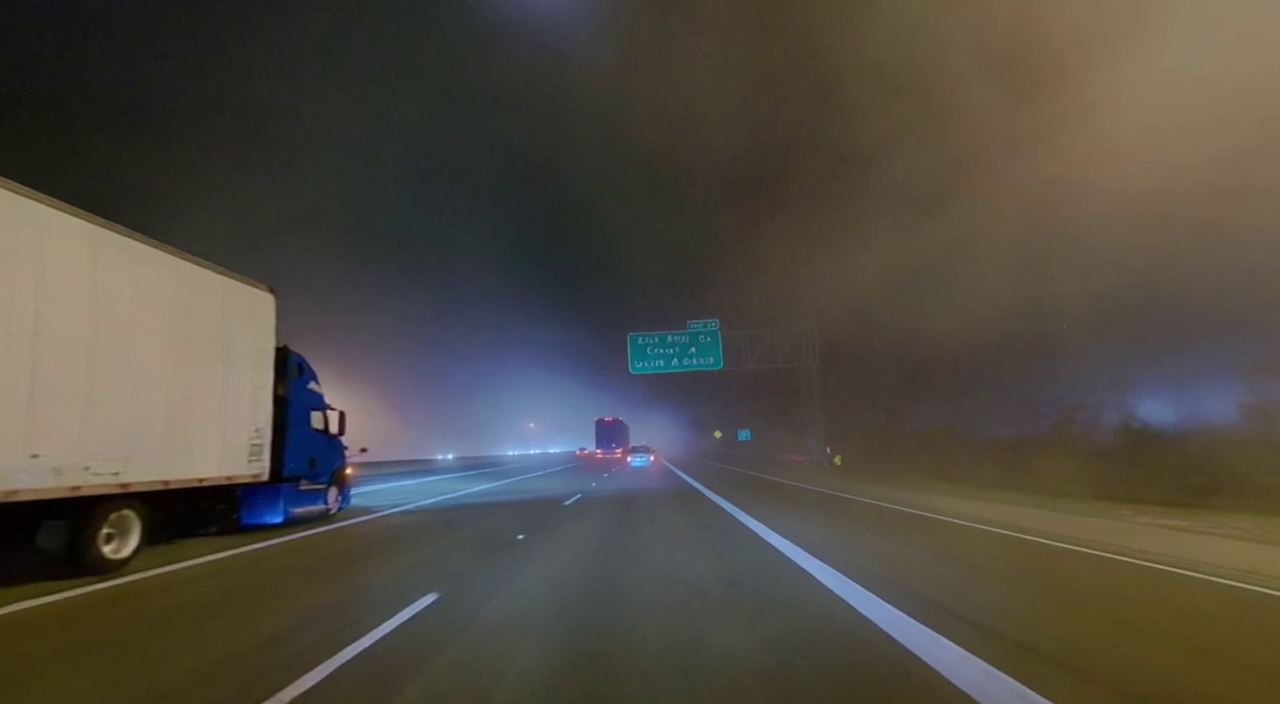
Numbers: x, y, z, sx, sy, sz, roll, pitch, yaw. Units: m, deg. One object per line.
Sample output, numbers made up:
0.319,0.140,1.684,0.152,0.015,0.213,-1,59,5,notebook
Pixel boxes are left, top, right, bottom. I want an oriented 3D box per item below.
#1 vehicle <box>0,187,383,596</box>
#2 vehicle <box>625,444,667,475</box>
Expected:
-7.506,0.799,8.674,3.067,3.804,11.136,0,-9,1,vehicle
0.274,5.589,32.900,2.066,1.469,4.050,0,-9,-1,vehicle
